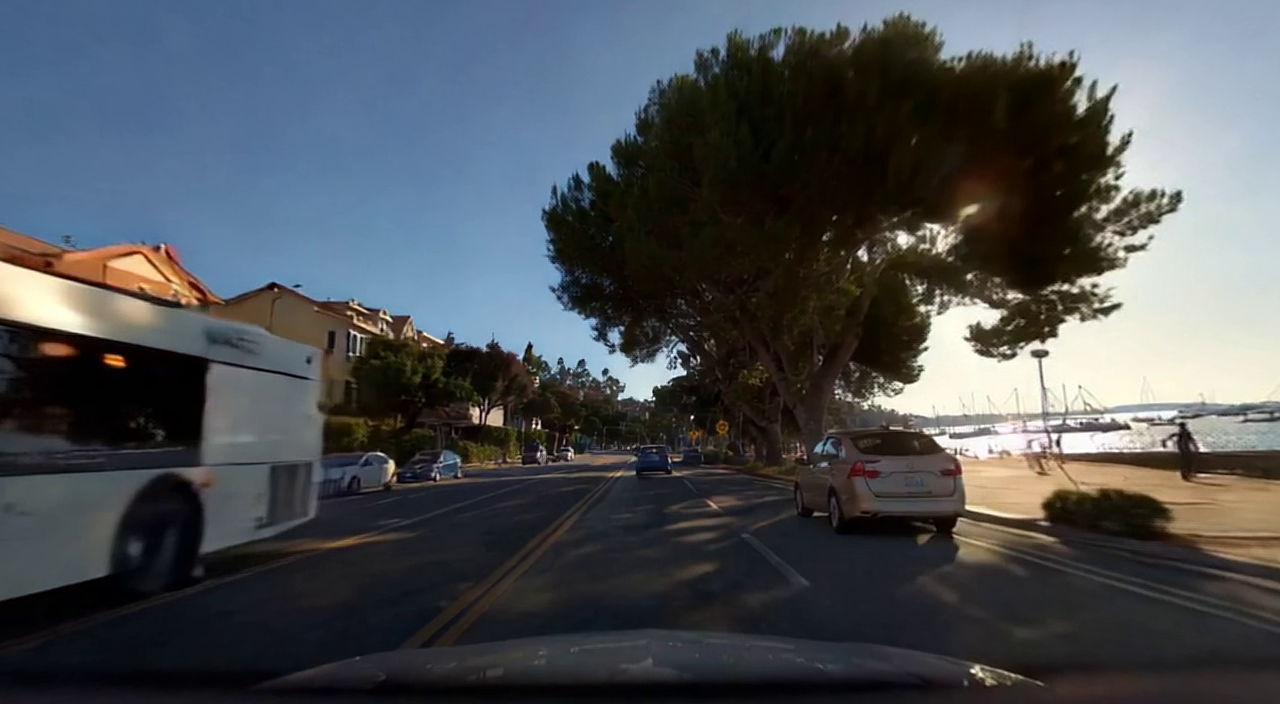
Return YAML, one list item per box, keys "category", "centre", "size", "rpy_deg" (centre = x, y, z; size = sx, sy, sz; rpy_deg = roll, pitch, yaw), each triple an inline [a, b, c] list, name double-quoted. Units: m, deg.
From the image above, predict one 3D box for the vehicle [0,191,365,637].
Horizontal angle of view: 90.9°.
- category: "vehicle"
  centre: [-6.303, 0.717, 6.422]
  size: [2.781, 3.405, 8.989]
  rpy_deg: [-1, -9, 1]

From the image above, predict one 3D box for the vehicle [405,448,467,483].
- category: "vehicle"
  centre: [-10.138, 5.632, 31.570]
  size: [1.701, 1.528, 3.881]
  rpy_deg: [-1, -8, 1]

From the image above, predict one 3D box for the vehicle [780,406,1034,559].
- category: "vehicle"
  centre: [3.699, 1.897, 9.827]
  size: [2.000, 1.809, 4.405]
  rpy_deg: [0, -9, 0]

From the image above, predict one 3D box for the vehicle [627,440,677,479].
- category: "vehicle"
  centre: [0.497, 4.876, 28.771]
  size: [2.132, 1.632, 3.838]
  rpy_deg: [0, -9, 0]
